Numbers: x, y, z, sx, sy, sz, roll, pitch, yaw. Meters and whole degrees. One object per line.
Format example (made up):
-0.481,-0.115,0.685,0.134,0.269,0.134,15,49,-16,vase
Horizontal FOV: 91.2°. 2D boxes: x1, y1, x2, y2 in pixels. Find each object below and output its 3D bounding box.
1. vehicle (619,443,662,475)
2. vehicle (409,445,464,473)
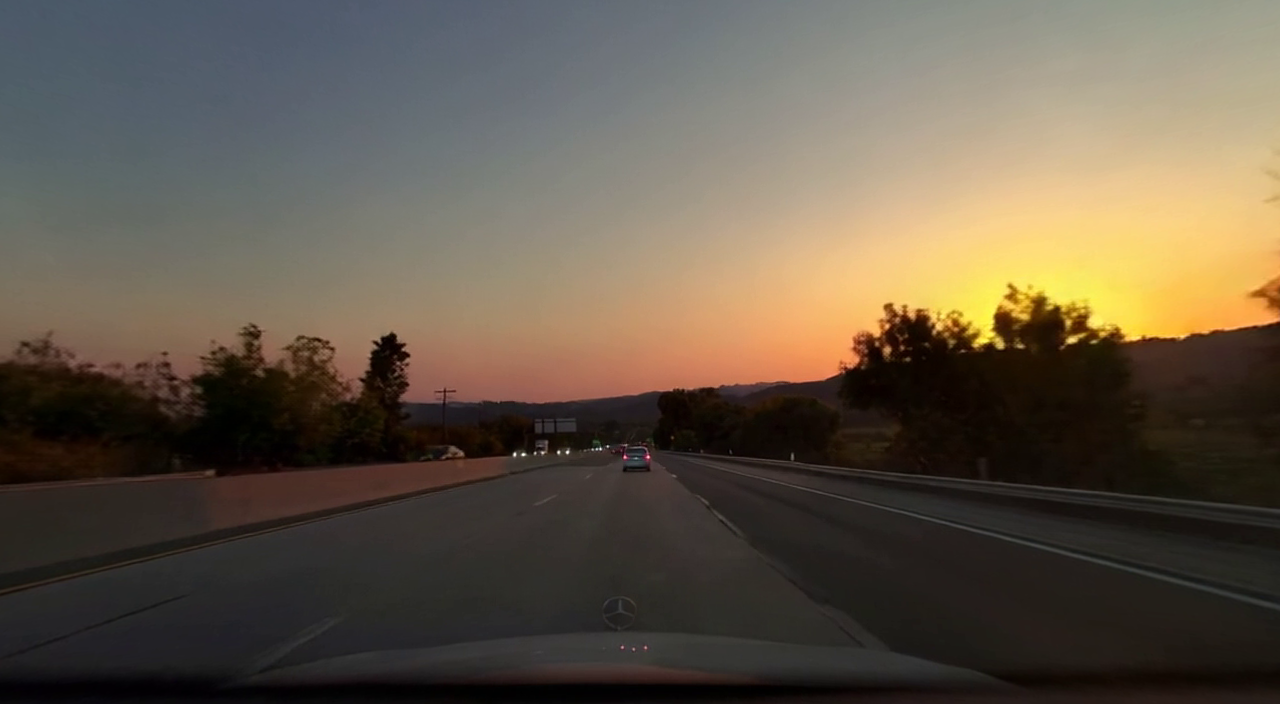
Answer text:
-0.004,5.556,32.652,2.095,1.537,4.017,0,-9,-1,vehicle
-13.648,7.183,42.283,2.074,1.695,4.789,0,-9,0,vehicle
